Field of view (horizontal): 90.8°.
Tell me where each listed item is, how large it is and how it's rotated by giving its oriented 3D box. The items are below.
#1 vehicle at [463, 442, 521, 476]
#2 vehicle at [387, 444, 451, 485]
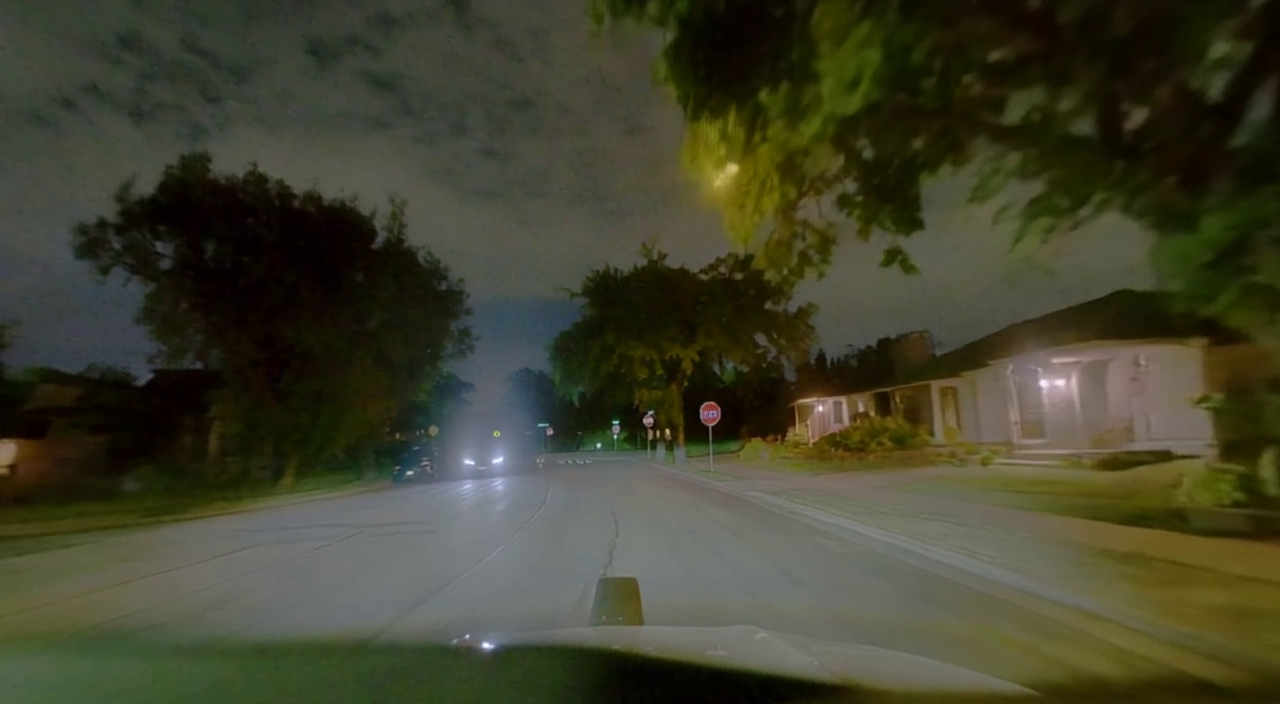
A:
[{"bbox_3d":[-7.131,5.179,30.877,2.146,1.506,4.885,1,-9,-6],"label":"vehicle"},{"bbox_3d":[-9.801,4.962,28.350,1.994,1.656,4.334,1,-9,-10],"label":"vehicle"}]
